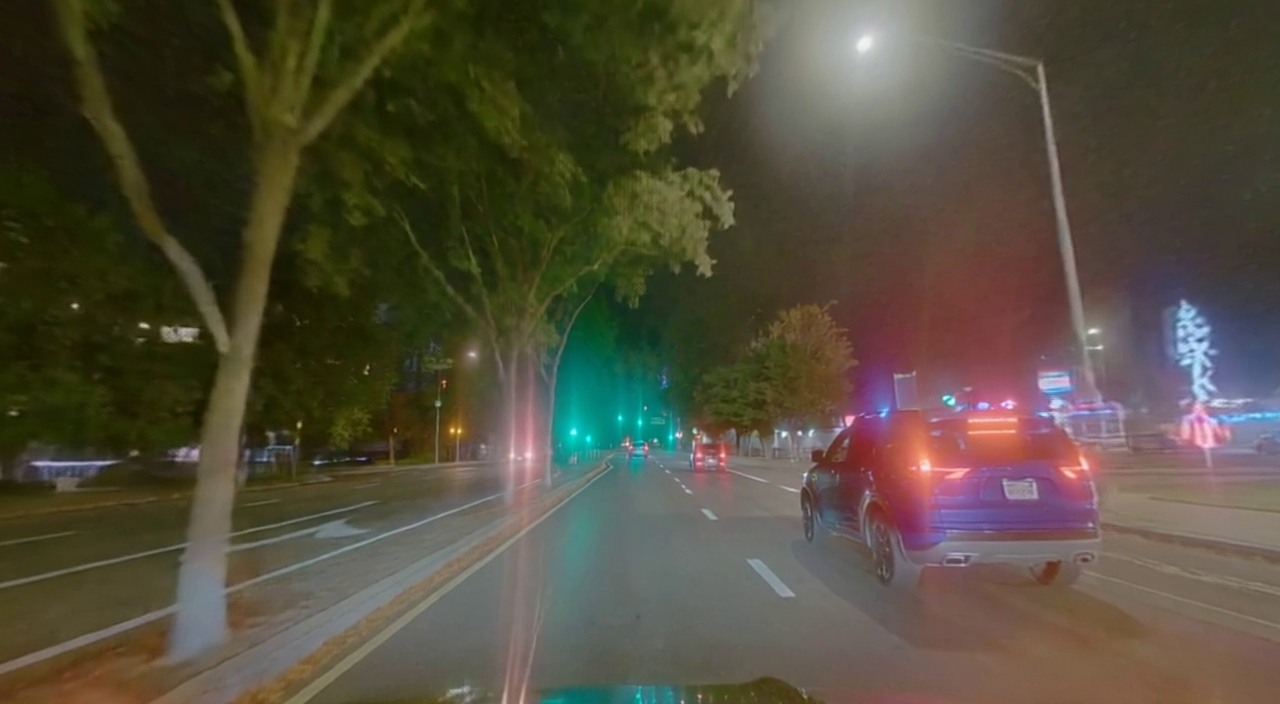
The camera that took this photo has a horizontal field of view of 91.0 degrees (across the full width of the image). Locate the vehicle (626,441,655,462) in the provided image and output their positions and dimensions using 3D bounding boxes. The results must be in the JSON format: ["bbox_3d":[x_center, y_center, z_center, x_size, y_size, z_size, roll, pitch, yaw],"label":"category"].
[{"bbox_3d":[0.047,7.512,47.790,2.131,1.474,4.146,0,-8,0],"label":"vehicle"}]

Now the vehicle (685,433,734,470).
[{"bbox_3d":[3.661,5.355,34.079,2.085,1.828,5.383,0,-8,1],"label":"vehicle"}]

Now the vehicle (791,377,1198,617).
[{"bbox_3d":[3.288,1.439,7.146,2.033,1.865,4.360,0,-8,0],"label":"vehicle"}]
